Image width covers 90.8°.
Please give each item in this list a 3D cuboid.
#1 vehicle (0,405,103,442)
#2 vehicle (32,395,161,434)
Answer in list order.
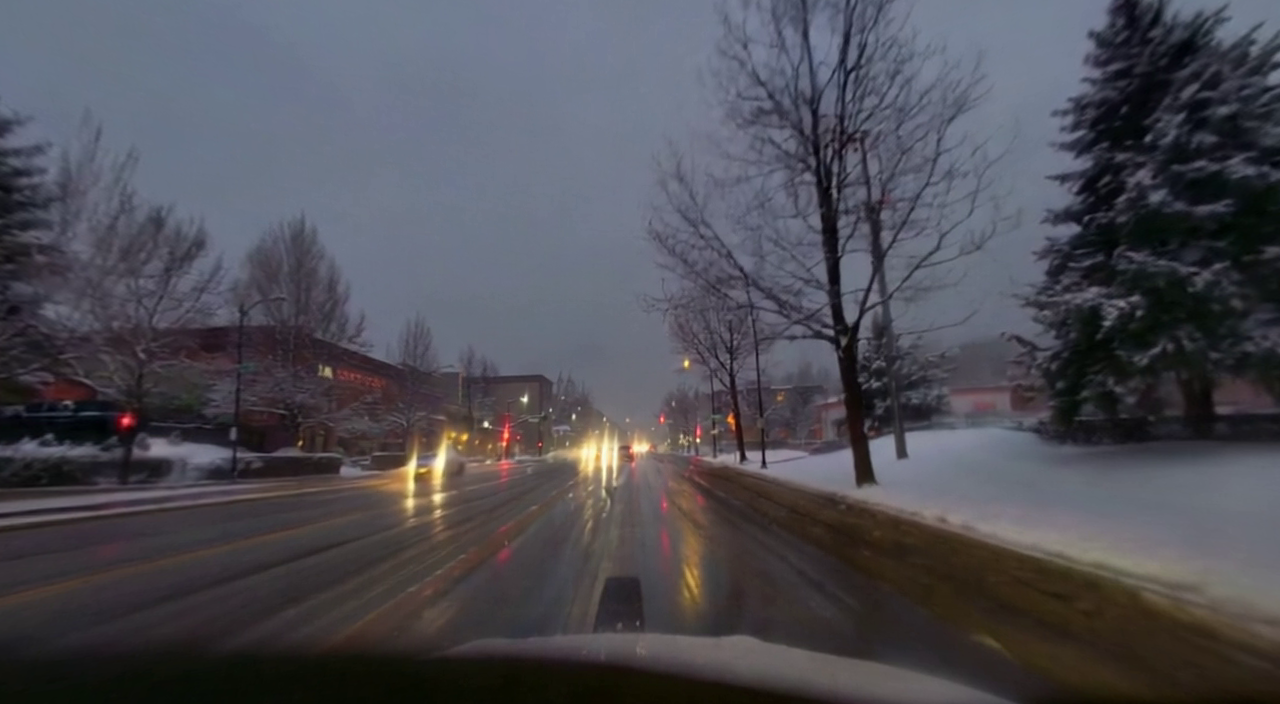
[{"bbox_3d":[-25.832,3.142,27.387,3.559,1.531,1.679,-1,-9,4],"label":"vehicle"},{"bbox_3d":[-25.675,2.993,29.945,4.397,1.760,1.971,-1,-9,4],"label":"vehicle"}]
